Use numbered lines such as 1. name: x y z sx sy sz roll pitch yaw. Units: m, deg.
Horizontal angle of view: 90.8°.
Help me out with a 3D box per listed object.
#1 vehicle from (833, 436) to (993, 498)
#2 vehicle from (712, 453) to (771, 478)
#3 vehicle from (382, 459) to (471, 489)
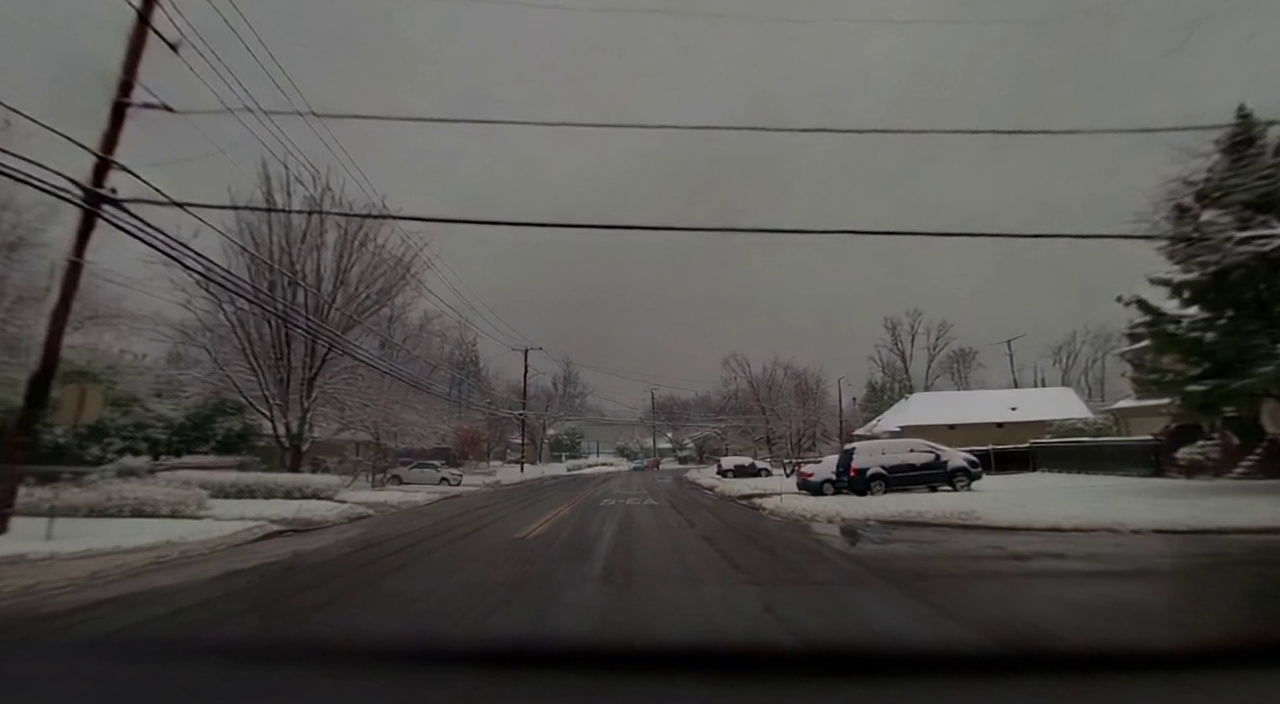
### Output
1. vehicle: 9.282 3.909 21.748 4.557 2.012 1.917 0 -8 -3
2. vehicle: 7.383 8.258 46.178 3.846 1.725 1.920 1 -8 -4
3. vehicle: -11.992 6.845 35.665 4.243 1.598 2.003 0 -9 3
